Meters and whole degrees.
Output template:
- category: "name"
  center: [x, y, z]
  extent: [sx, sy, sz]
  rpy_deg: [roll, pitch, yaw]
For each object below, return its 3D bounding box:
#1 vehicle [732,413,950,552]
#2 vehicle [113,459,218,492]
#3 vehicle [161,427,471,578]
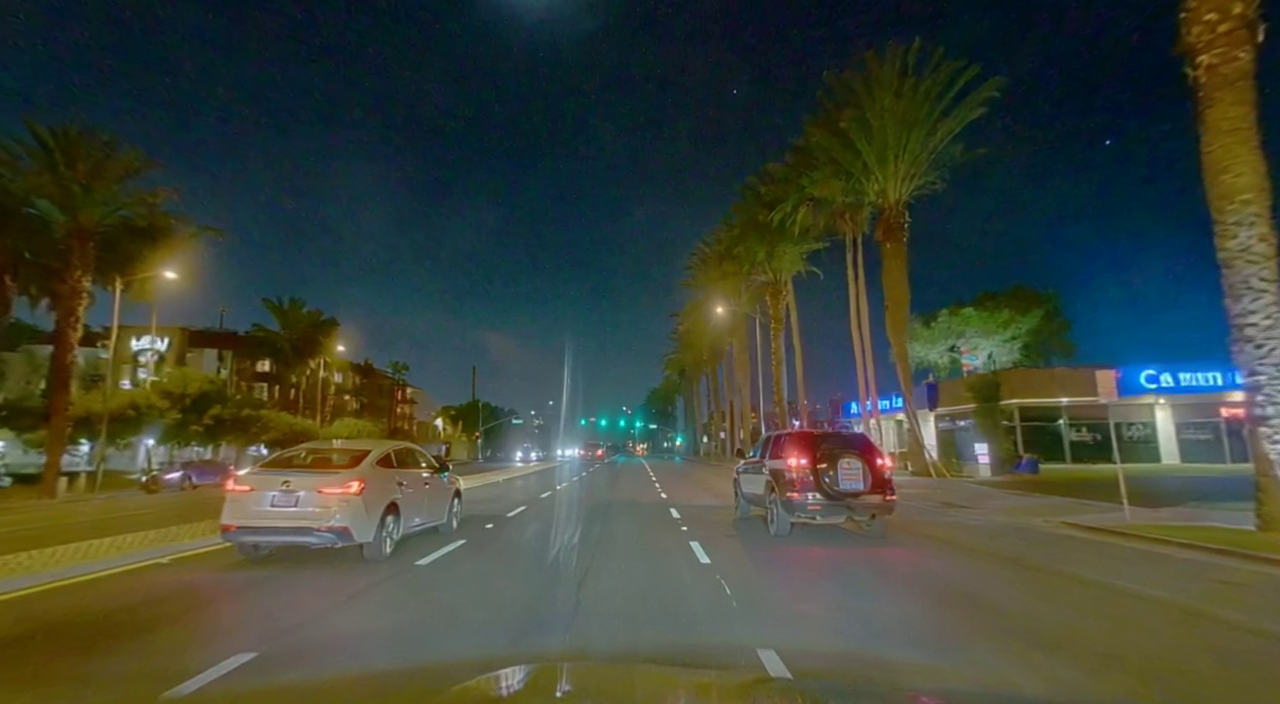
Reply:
- category: "vehicle"
  center: [2.831, 1.956, 10.099]
  extent: [1.982, 1.711, 4.276]
  rpy_deg: [0, -9, -1]
- category: "vehicle"
  center: [-23.570, 6.115, 31.630]
  extent: [1.876, 1.459, 4.411]
  rpy_deg: [0, -9, 0]
- category: "vehicle"
  center: [-3.810, 1.824, 8.428]
  extent: [2.034, 1.498, 3.995]
  rpy_deg: [0, -9, -1]
